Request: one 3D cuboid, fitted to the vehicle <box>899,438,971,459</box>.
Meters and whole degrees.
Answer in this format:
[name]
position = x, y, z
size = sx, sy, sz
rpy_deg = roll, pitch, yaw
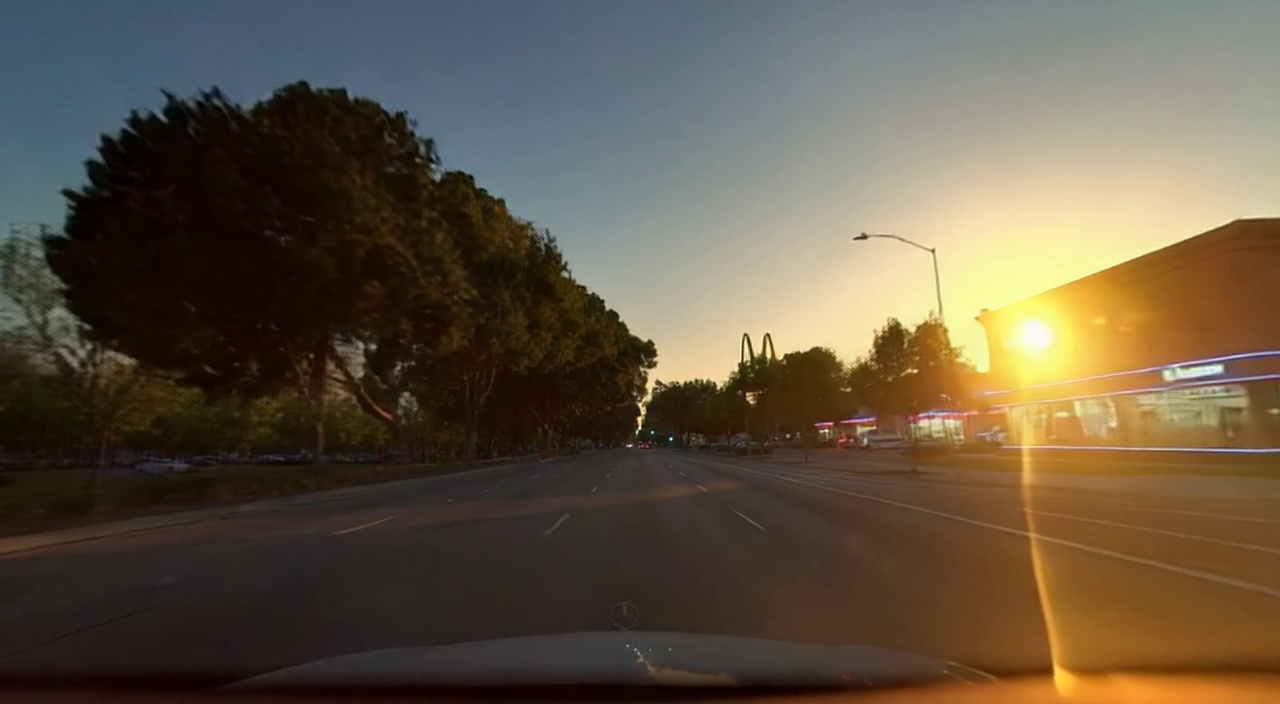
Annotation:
[vehicle]
position = 22.311, 7.277, 47.834
size = 4.373, 1.532, 2.071
rpy_deg = 0, -8, -1
